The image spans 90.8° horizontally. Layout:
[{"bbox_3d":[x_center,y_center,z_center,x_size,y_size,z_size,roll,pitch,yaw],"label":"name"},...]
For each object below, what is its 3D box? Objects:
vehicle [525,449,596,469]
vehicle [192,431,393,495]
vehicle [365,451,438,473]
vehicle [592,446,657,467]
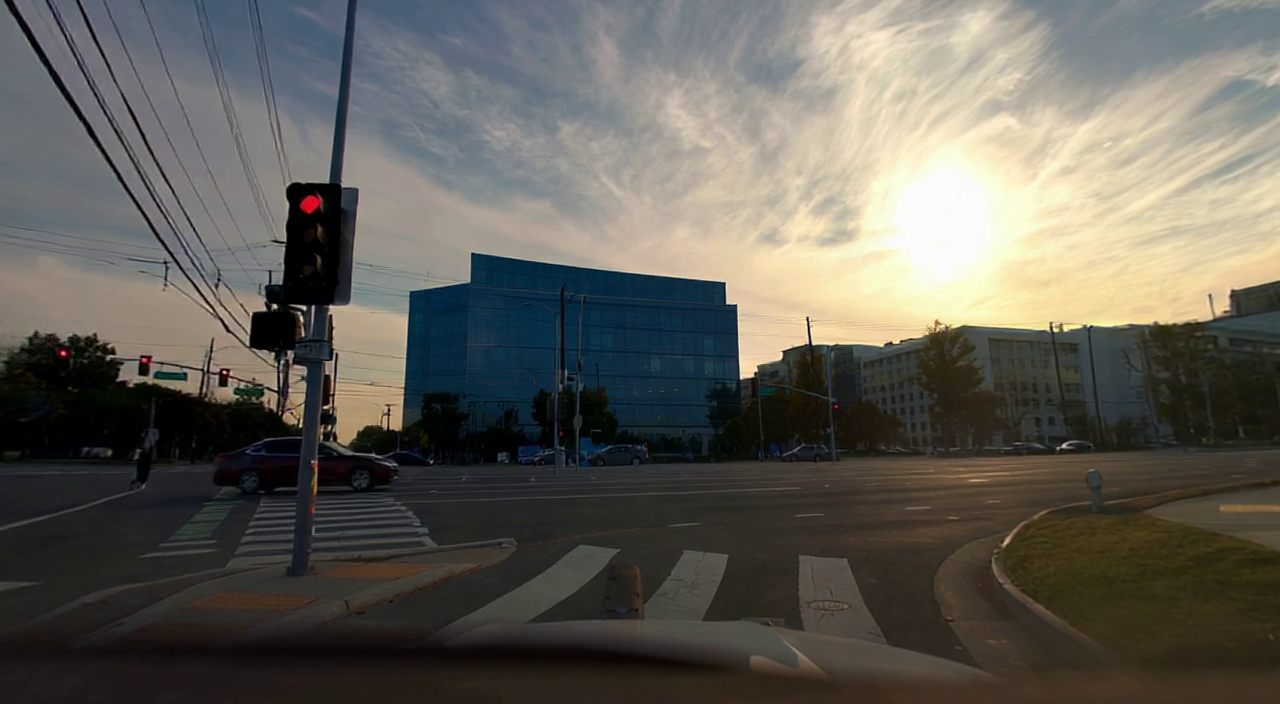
[{"bbox_3d":[-5.904,7.931,47.075,4.837,1.407,1.818,4,-9,-26],"label":"vehicle"},{"bbox_3d":[-9.683,3.091,17.811,4.530,1.648,2.075,-1,-9,9],"label":"vehicle"},{"bbox_3d":[-17.052,7.845,45.209,4.623,1.471,1.805,4,-9,-25],"label":"vehicle"},{"bbox_3d":[-1.128,7.548,45.816,4.391,1.451,1.717,4,-9,-26],"label":"vehicle"}]
